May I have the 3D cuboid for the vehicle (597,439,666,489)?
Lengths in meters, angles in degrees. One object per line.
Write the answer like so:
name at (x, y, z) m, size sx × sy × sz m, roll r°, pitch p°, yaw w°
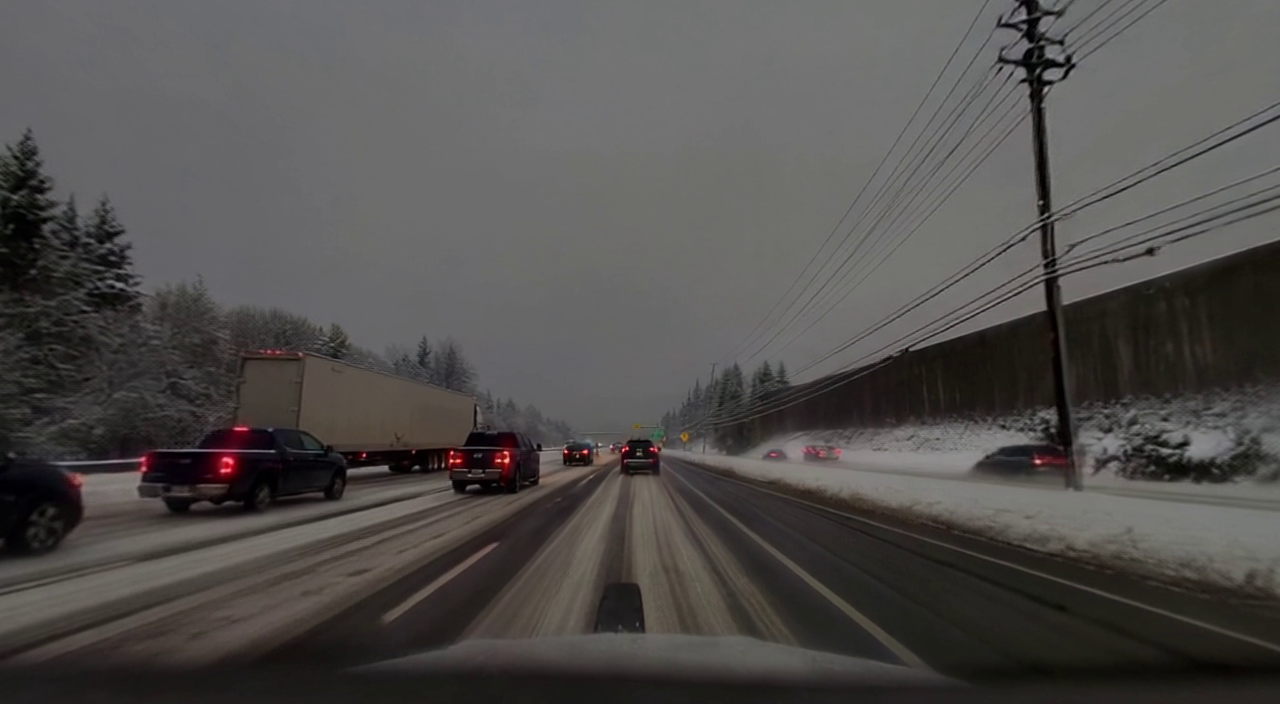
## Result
vehicle at (-0.274, 3.679, 21.033) m, size 2.089 × 1.477 × 3.818 m, roll 0°, pitch -9°, yaw -1°

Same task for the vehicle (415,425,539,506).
vehicle at (-3.819, 2.750, 15.664) m, size 1.923 × 1.716 × 4.289 m, roll 0°, pitch -9°, yaw 0°

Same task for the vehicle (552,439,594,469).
vehicle at (-4.024, 6.201, 38.623) m, size 1.976 × 1.705 × 4.176 m, roll 0°, pitch -9°, yaw 1°

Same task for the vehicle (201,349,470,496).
vehicle at (-10.631, 3.152, 25.788) m, size 2.892 × 4.073 × 16.528 m, roll 0°, pitch -9°, yaw 0°

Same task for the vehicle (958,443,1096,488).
vehicle at (14.088, 4.126, 23.424) m, size 2.027 × 1.478 × 4.849 m, roll 0°, pitch -9°, yaw -1°

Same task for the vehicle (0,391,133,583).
vehicle at (-6.939, 1.137, 5.082) m, size 2.027 × 1.762 × 4.386 m, roll 0°, pitch -9°, yaw 0°

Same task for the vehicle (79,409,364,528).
vehicle at (-7.585, 2.185, 12.349) m, size 2.054 × 1.825 × 5.072 m, roll 0°, pitch -9°, yaw 0°
